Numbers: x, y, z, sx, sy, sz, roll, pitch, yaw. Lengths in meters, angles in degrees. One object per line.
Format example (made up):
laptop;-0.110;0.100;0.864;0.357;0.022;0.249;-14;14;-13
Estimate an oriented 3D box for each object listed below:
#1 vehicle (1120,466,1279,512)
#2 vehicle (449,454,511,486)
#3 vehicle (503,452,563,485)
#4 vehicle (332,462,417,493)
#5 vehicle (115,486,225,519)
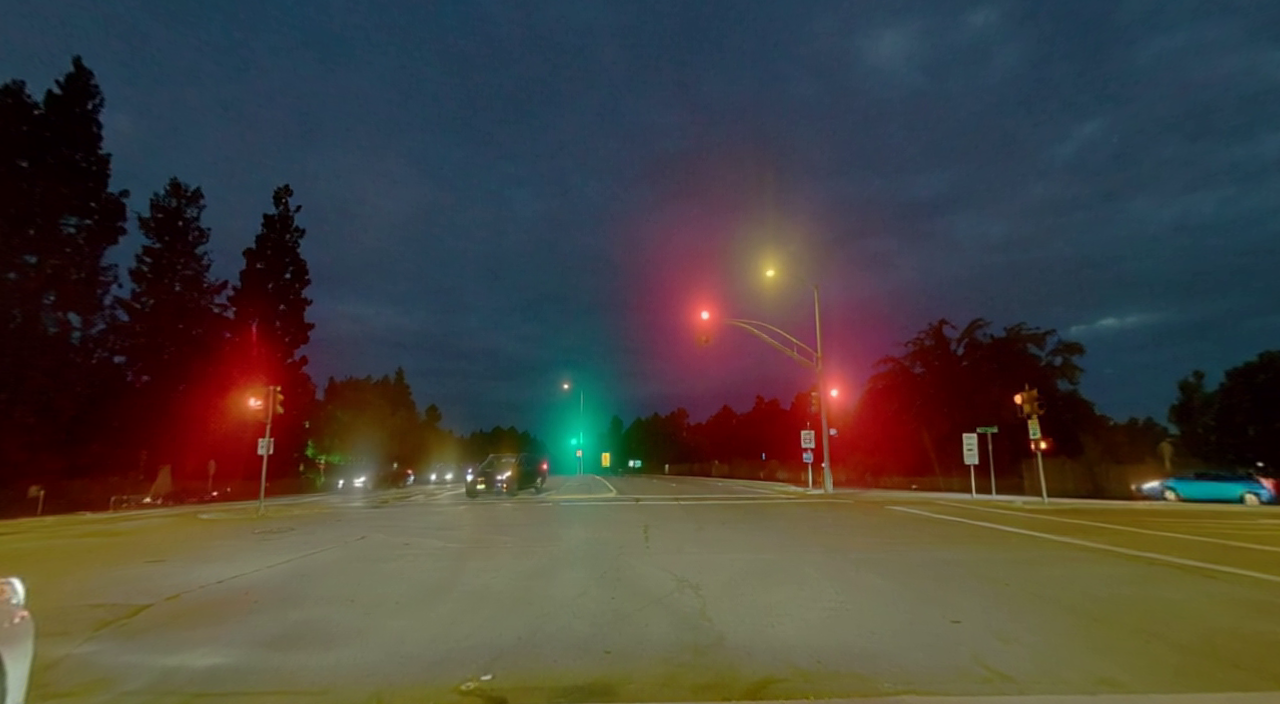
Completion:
vehicle;22.440;5.438;25.219;4.571;1.621;2.113;-1;-9;7
vehicle;-8.047;5.974;32.098;1.960;1.433;4.213;0;-8;1
vehicle;-5.222;5.754;31.518;2.107;1.456;4.728;0;-8;1
vehicle;-17.329;8.157;41.423;2.050;1.755;5.135;-3;-9;21
vehicle;-26.217;8.407;35.342;4.491;1.500;2.029;4;-9;-24
